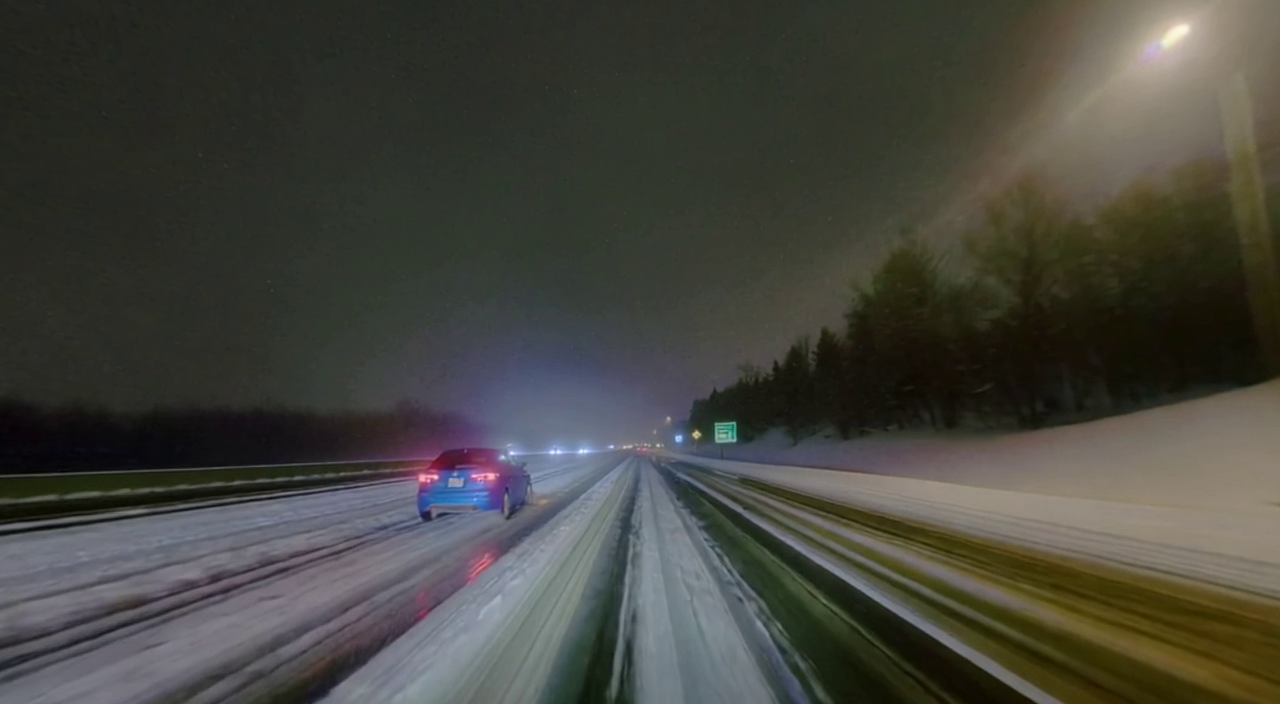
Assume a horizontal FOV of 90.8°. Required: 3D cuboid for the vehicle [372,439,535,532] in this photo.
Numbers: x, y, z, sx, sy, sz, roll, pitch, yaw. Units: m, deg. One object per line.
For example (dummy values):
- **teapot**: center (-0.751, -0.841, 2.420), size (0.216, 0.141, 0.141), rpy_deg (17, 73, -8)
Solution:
- **vehicle**: center (-3.317, 2.434, 12.074), size (1.935, 1.479, 3.787), rpy_deg (0, -9, 0)
